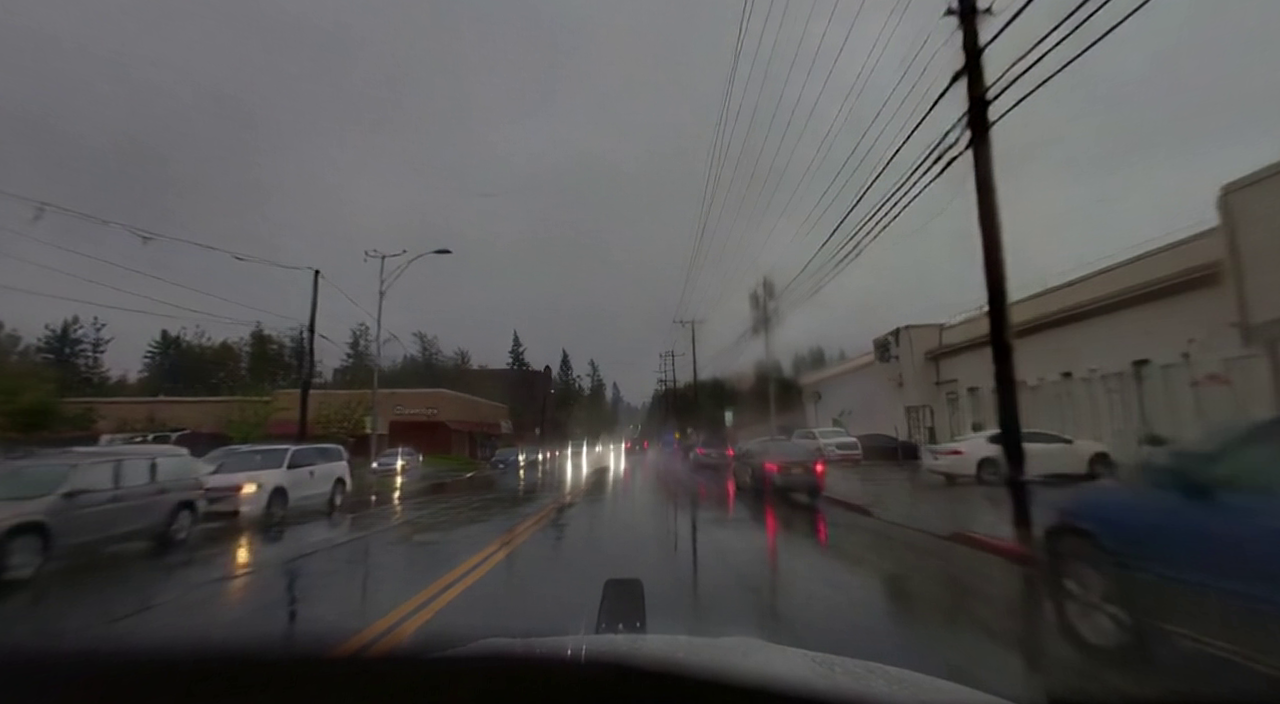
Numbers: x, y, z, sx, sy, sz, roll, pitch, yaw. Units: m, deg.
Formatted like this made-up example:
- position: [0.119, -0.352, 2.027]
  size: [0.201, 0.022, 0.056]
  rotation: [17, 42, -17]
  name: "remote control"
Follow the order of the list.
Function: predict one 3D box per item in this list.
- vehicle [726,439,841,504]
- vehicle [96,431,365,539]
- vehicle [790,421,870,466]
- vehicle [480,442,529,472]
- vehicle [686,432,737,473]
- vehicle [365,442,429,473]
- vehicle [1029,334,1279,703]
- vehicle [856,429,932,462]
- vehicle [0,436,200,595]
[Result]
- position: [3.531, 3.015, 16.503]
  size: [1.866, 1.439, 4.482]
  rotation: [0, -8, -1]
  name: "vehicle"
- position: [-8.292, 2.728, 13.748]
  size: [1.986, 1.831, 5.678]
  rotation: [0, -9, 1]
  name: "vehicle"
- position: [8.956, 4.358, 30.277]
  size: [2.178, 1.884, 4.825]
  rotation: [-2, -8, -1]
  name: "vehicle"
- position: [-8.463, 6.610, 40.025]
  size: [2.113, 1.665, 5.062]
  rotation: [0, -7, -2]
  name: "vehicle"
- position: [3.420, 4.944, 31.031]
  size: [2.025, 1.843, 4.883]
  rotation: [-1, -9, 1]
  name: "vehicle"
- position: [-14.856, 6.501, 39.025]
  size: [1.969, 1.741, 5.148]
  rotation: [0, -9, -1]
  name: "vehicle"
- position: [3.570, 0.687, 1.590]
  size: [2.088, 1.765, 4.704]
  rotation: [0, -8, -1]
  name: "vehicle"
- position: [12.049, 4.446, 30.306]
  size: [1.824, 1.450, 4.265]
  rotation: [0, -7, -1]
  name: "vehicle"
- position: [-8.442, 1.999, 8.091]
  size: [2.045, 1.820, 4.858]
  rotation: [0, -7, 1]
  name: "vehicle"
